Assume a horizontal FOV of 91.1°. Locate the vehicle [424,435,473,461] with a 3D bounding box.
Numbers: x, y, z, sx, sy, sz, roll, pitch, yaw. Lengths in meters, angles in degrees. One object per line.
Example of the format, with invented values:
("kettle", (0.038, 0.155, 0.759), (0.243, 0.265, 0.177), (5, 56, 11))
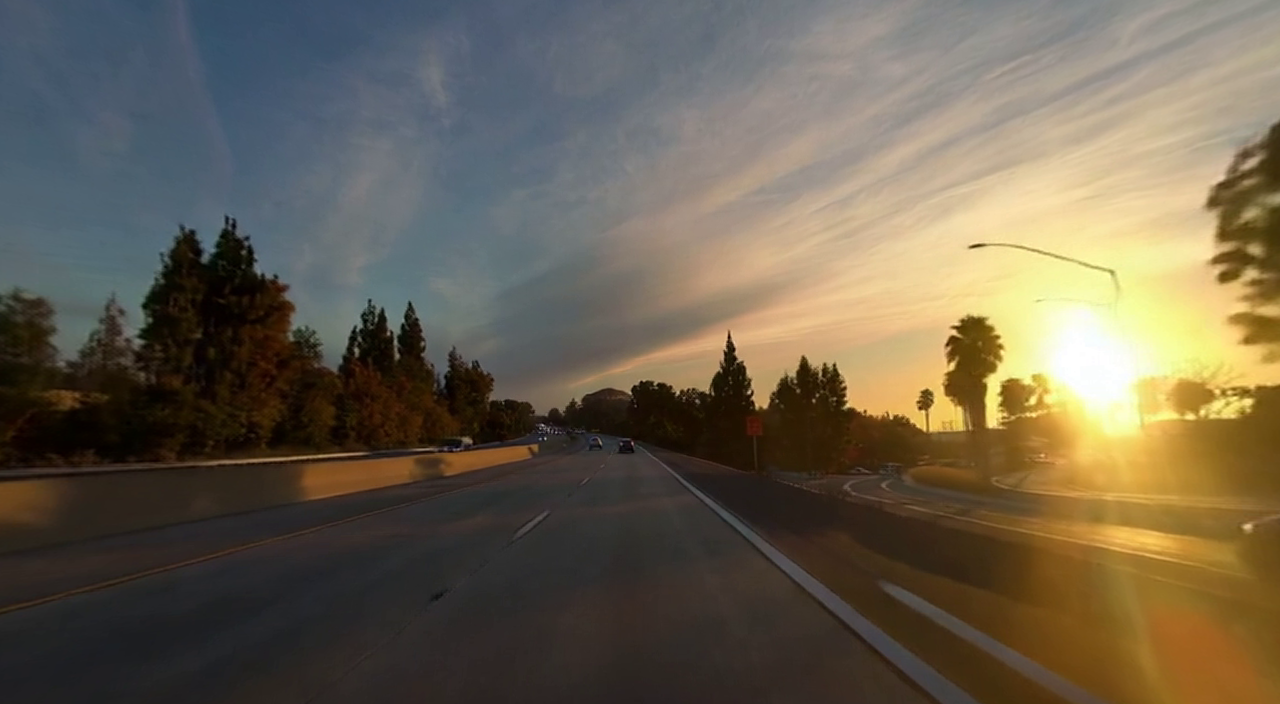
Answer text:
("vehicle", (-14.070, 7.113, 46.391), (2.231, 1.820, 4.733), (0, -9, -1))
